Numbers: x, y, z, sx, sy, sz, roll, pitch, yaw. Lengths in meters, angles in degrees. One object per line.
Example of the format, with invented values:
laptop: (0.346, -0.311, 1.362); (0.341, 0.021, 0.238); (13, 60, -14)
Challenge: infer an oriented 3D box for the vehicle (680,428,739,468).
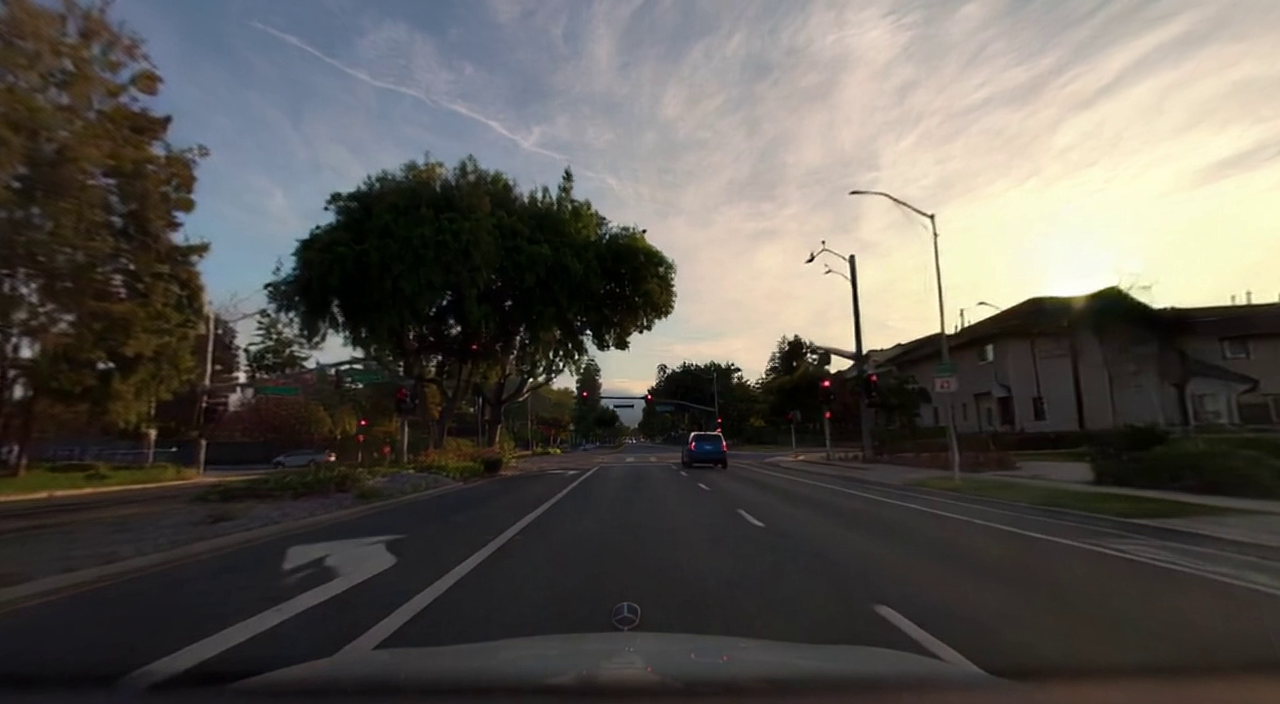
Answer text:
vehicle: (3.316, 4.755, 31.205); (2.229, 1.795, 4.927); (0, -9, -2)
